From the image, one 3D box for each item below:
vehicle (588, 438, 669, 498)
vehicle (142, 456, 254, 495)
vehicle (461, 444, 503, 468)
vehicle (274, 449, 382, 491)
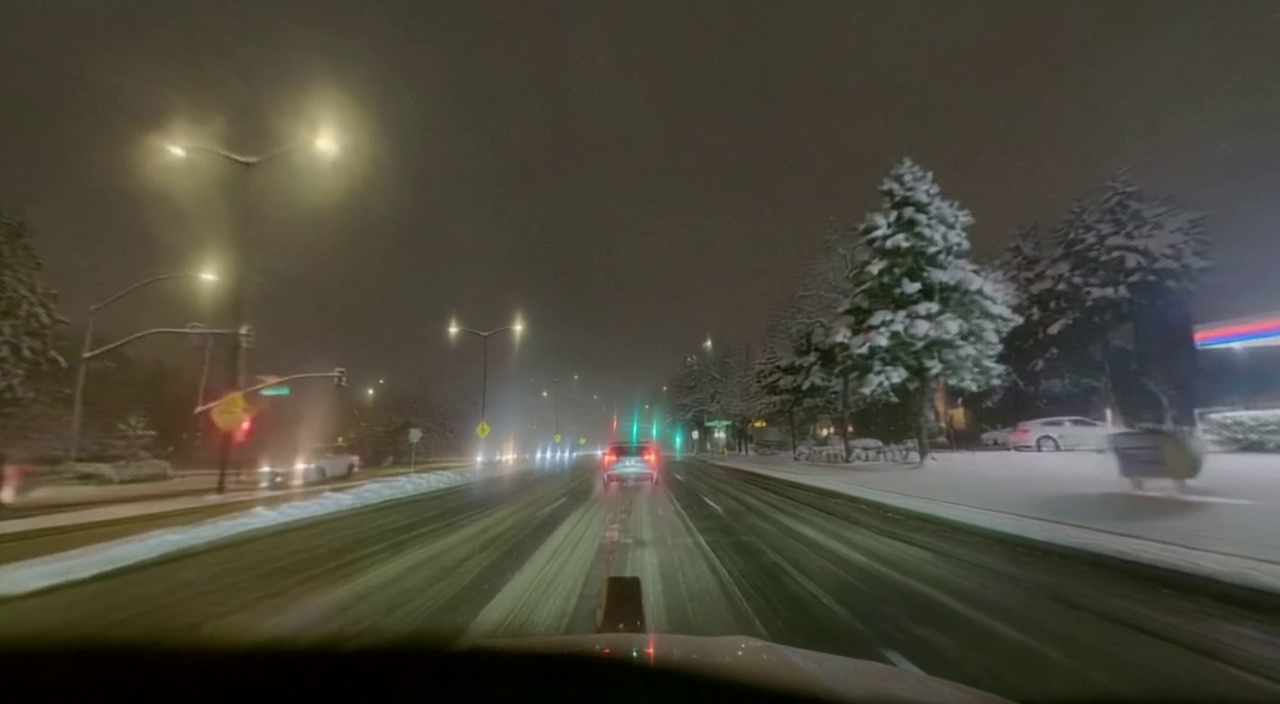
[{"bbox_3d":[-0.317,3.301,18.320,2.062,1.519,4.214,1,-9,-1],"label":"vehicle"},{"bbox_3d":[-19.067,5.306,27.420,1.819,1.473,4.258,1,-9,-1],"label":"vehicle"},{"bbox_3d":[-12.048,7.944,48.230,1.999,1.695,4.334,0,-9,1],"label":"vehicle"},{"bbox_3d":[-12.443,4.718,25.519,1.936,1.498,4.611,0,-9,1],"label":"vehicle"}]
